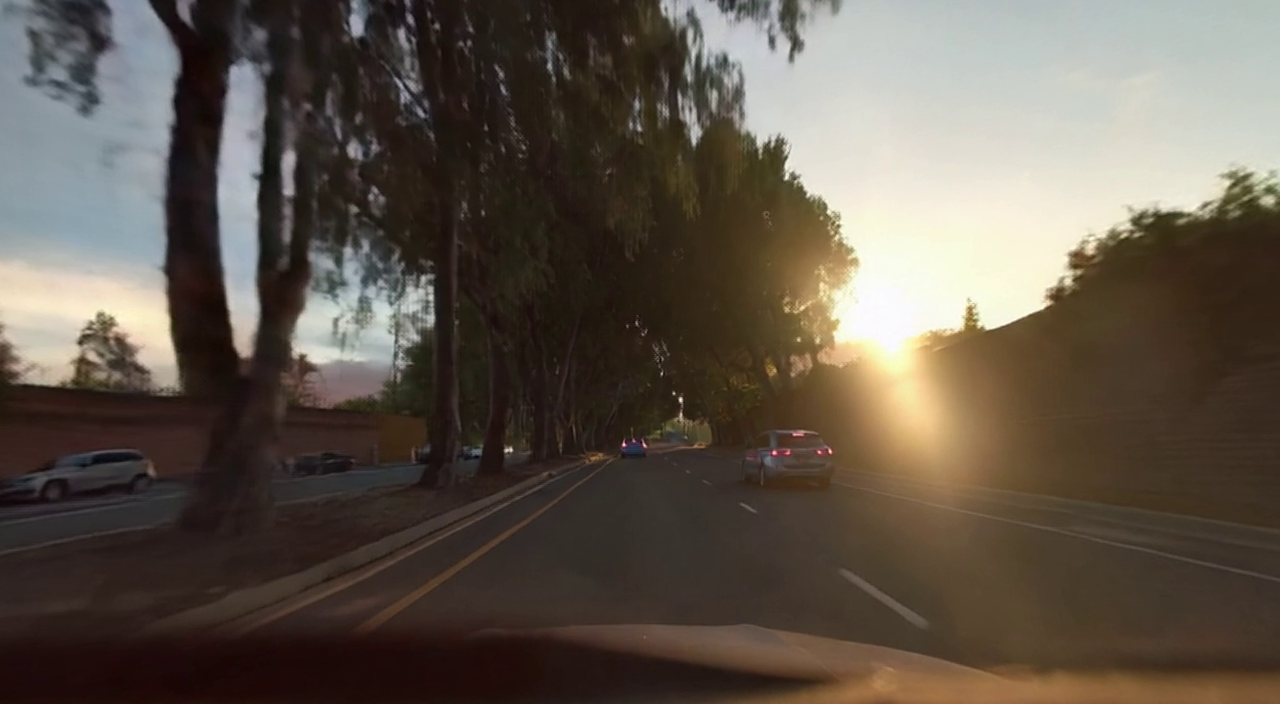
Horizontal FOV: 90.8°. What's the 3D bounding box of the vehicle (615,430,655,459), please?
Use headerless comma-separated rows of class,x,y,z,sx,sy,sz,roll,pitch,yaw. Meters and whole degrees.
vehicle,-0.322,5.885,40.174,2.391,1.739,3.837,-1,-8,-1

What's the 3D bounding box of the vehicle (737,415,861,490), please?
vehicle,4.116,2.694,17.231,2.155,1.752,4.456,0,-8,-1
